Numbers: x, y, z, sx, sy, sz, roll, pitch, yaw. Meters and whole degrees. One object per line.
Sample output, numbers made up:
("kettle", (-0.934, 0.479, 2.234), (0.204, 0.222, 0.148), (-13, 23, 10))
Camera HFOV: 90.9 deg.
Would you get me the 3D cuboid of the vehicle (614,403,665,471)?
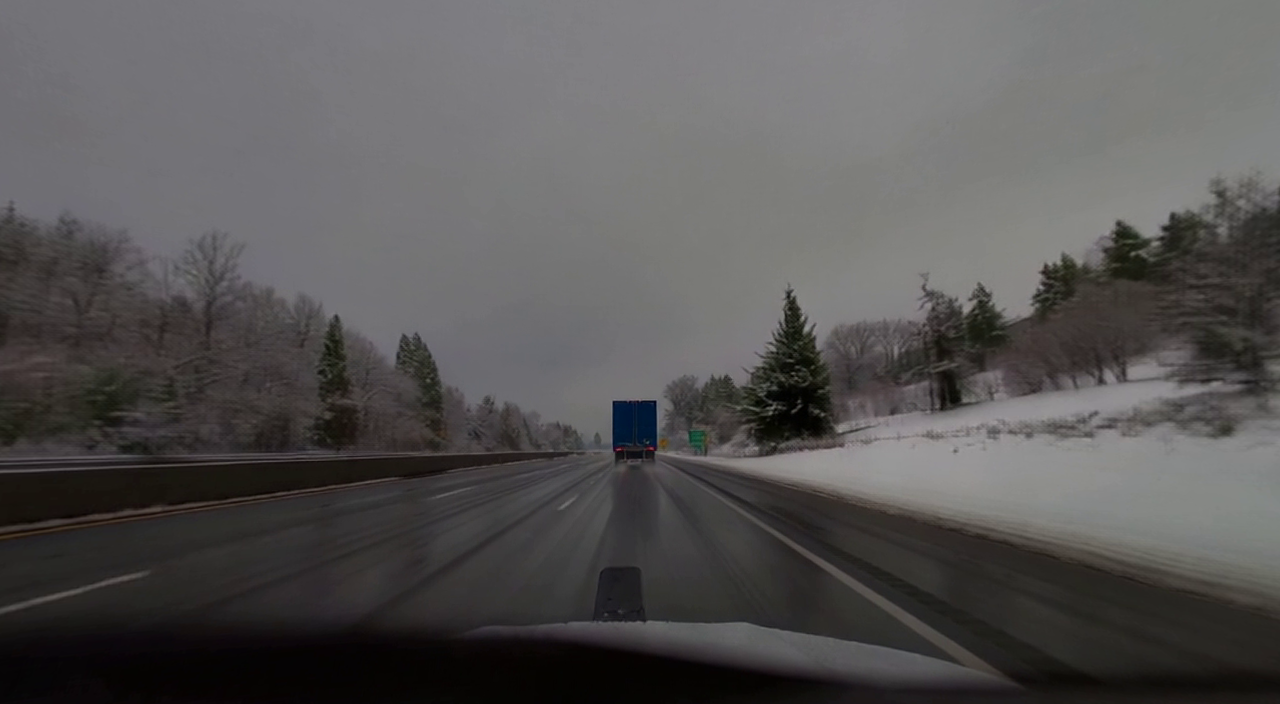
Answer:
("vehicle", (-0.116, 5.809, 42.296), (2.982, 3.947, 11.075), (0, -9, -1))
